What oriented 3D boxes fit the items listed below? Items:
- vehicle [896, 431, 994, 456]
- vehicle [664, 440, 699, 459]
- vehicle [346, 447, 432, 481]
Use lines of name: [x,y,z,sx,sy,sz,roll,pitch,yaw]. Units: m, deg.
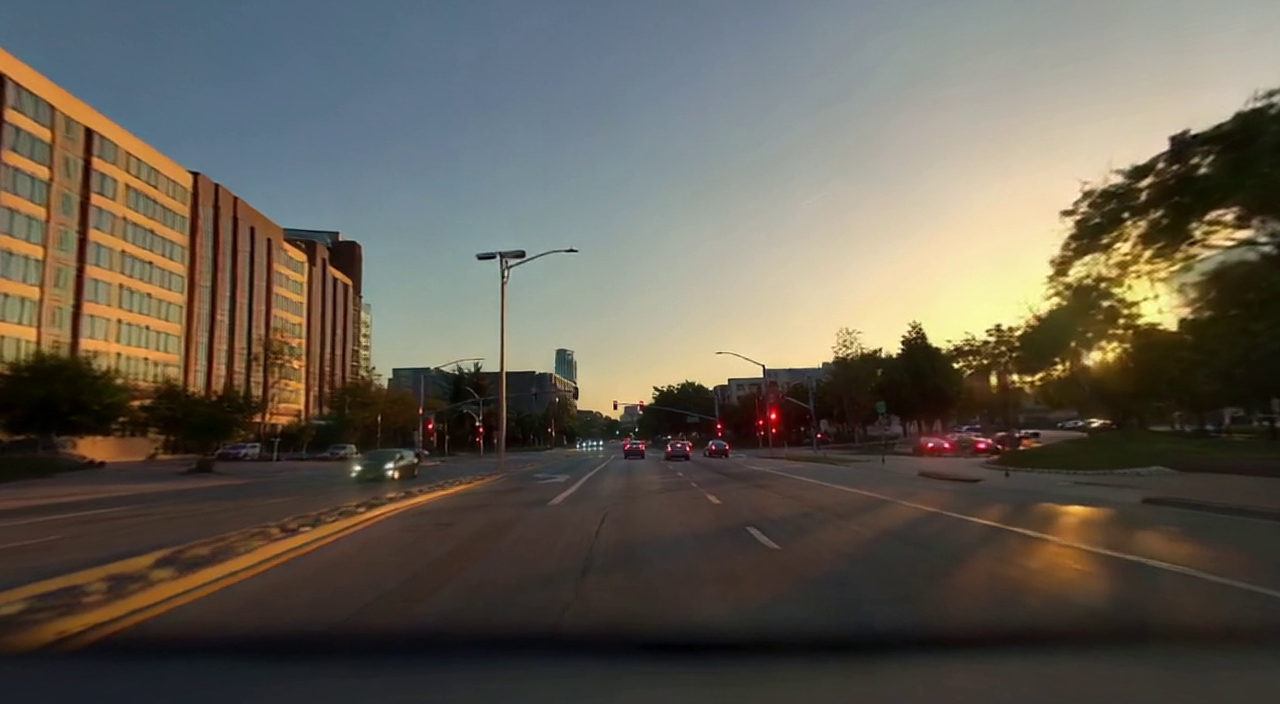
vehicle: [23.518,7.114,48.949,6.313,1.772,2.263,-9,-11,43]
vehicle: [3.006,7.122,46.179,2.080,1.321,4.382,0,-8,-2]
vehicle: [-12.016,5.362,30.650,2.247,1.475,4.593,0,-8,0]
